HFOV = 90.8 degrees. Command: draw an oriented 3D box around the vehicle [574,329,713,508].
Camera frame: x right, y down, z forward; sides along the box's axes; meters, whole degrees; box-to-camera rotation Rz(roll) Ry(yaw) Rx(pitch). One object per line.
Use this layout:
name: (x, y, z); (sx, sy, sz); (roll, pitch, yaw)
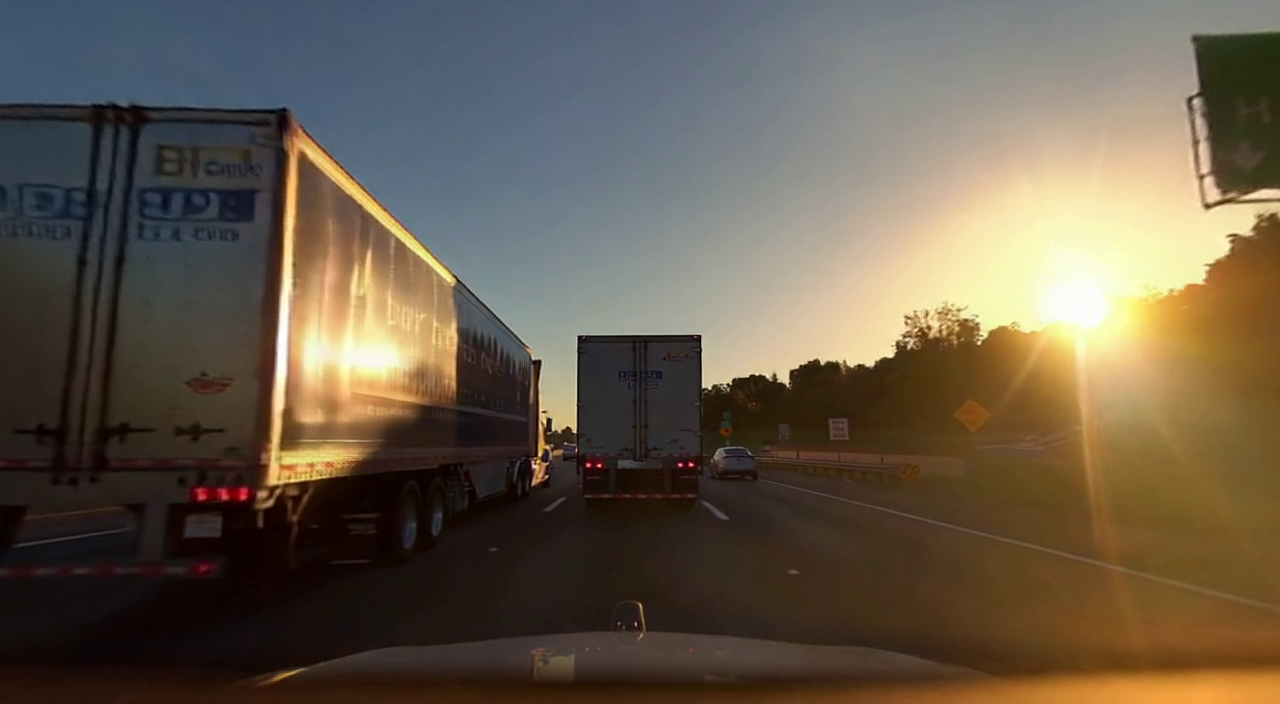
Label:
vehicle: (0.029, 2.125, 18.416); (2.910, 3.828, 9.805); (0, -9, 0)

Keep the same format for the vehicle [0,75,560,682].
vehicle: (-3.979, 1.225, 12.149); (2.873, 4.107, 15.970); (0, -9, 0)

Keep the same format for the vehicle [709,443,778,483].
vehicle: (4.094, 4.467, 25.682); (2.010, 1.446, 4.579); (0, -9, 0)
